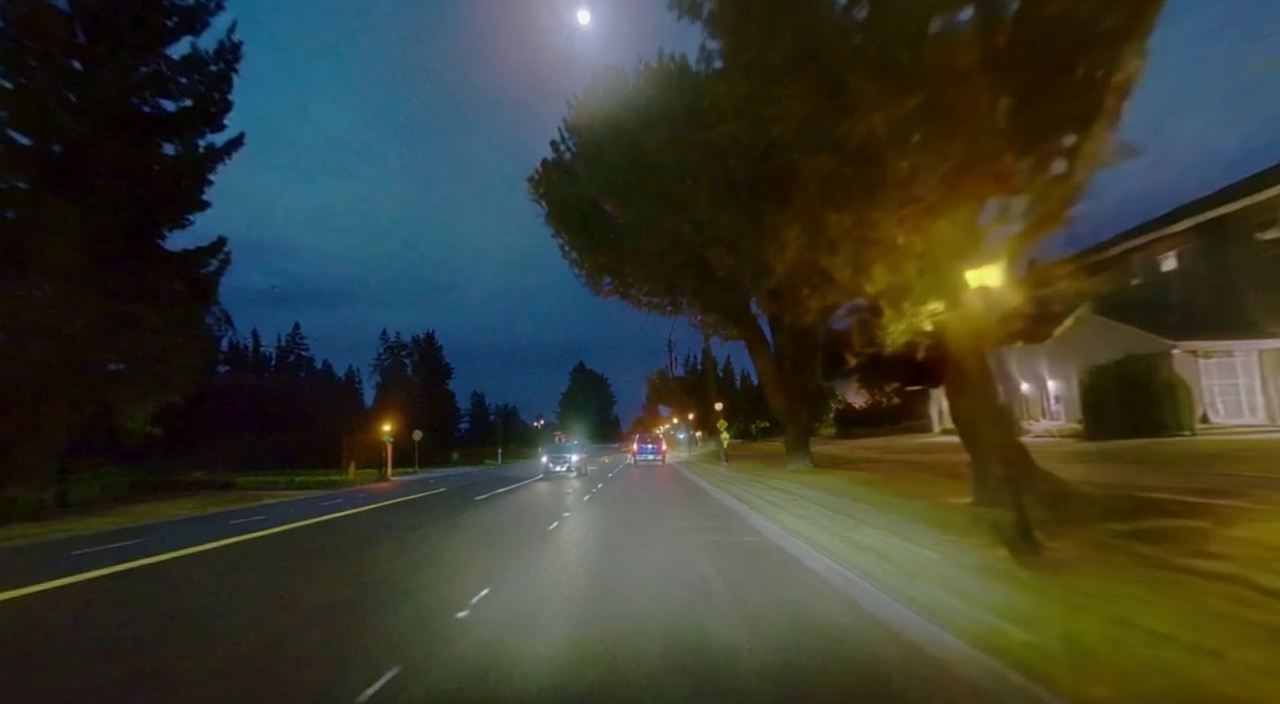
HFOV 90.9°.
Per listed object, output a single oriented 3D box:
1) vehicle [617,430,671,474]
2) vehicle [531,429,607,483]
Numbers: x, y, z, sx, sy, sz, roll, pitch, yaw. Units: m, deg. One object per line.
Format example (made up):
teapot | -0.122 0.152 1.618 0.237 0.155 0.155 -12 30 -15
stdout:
vehicle | 0.154 4.216 26.750 2.120 1.718 3.909 0 -9 0
vehicle | -2.446 3.753 22.958 2.157 1.765 4.303 -1 -9 2
